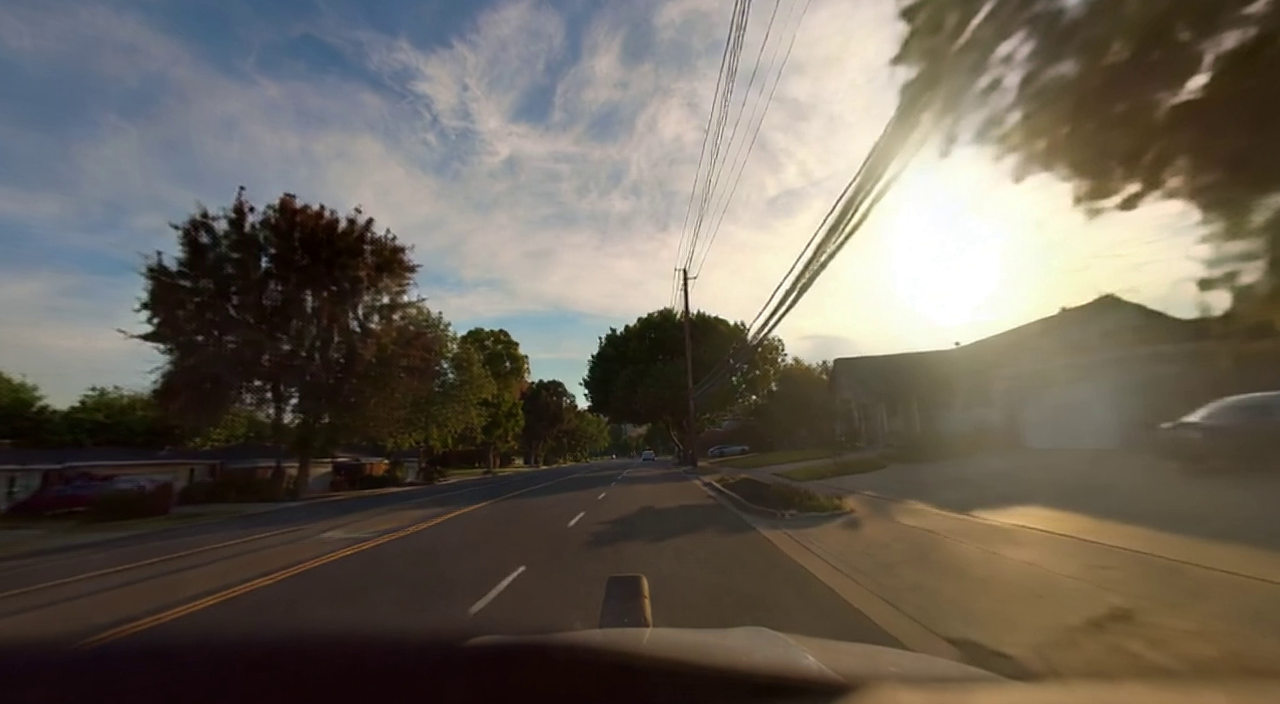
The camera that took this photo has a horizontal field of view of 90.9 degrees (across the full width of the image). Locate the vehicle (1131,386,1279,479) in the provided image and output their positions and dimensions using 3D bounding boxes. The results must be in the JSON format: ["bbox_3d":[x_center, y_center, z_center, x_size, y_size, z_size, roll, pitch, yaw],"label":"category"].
[{"bbox_3d":[11.427,1.407,11.096,3.992,1.486,1.727,-1,-9,1],"label":"vehicle"}]
